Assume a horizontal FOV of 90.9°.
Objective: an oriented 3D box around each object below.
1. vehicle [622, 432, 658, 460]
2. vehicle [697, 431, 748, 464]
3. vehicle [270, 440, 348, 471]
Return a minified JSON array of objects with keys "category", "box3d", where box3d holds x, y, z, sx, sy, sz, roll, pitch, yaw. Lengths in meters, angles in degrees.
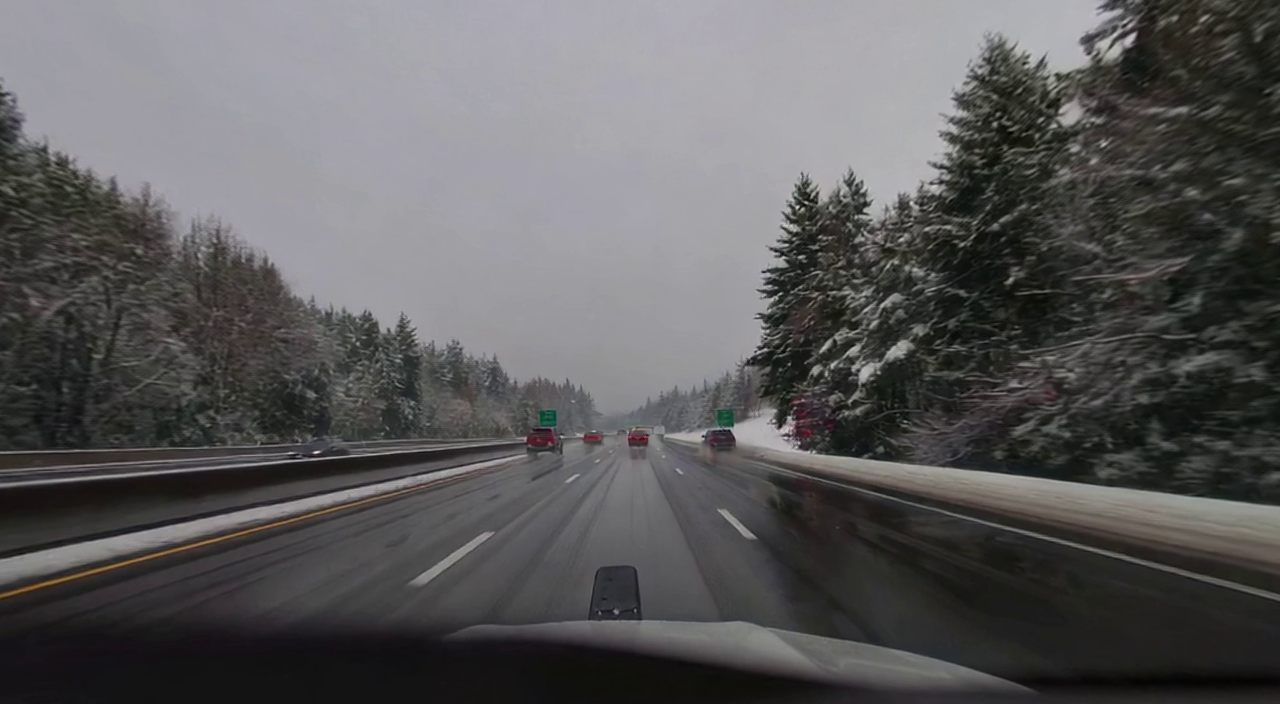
[{"category":"vehicle","box3d":[-0.030,5.194,35.117,1.869,1.466,3.356,0,-8,-1]},{"category":"vehicle","box3d":[3.904,4.573,30.452,1.841,1.491,3.869,0,-8,-1]},{"category":"vehicle","box3d":[-16.592,5.165,31.834,1.824,1.441,3.816,0,-8,0]}]
